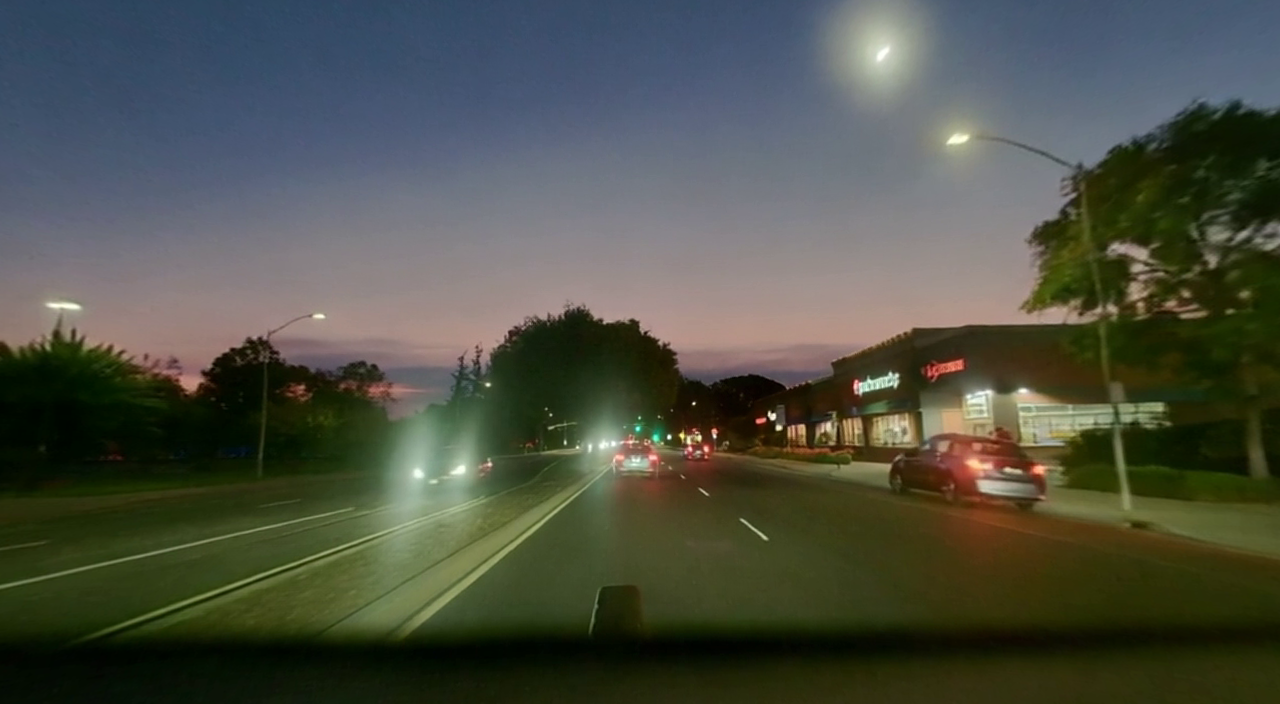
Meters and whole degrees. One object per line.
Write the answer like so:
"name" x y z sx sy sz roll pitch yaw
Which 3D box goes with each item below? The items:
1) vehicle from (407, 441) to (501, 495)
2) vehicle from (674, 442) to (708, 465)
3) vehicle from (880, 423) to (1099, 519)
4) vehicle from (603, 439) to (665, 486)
"vehicle" -5.891 3.693 20.537 1.999 1.531 4.011 0 -9 -3
"vehicle" 3.525 7.089 44.319 1.910 1.474 4.003 0 -9 -1
"vehicle" 7.600 2.641 14.597 2.165 1.787 5.231 -1 -9 2
"vehicle" -0.231 3.849 22.308 2.006 1.487 3.535 0 -9 -1
